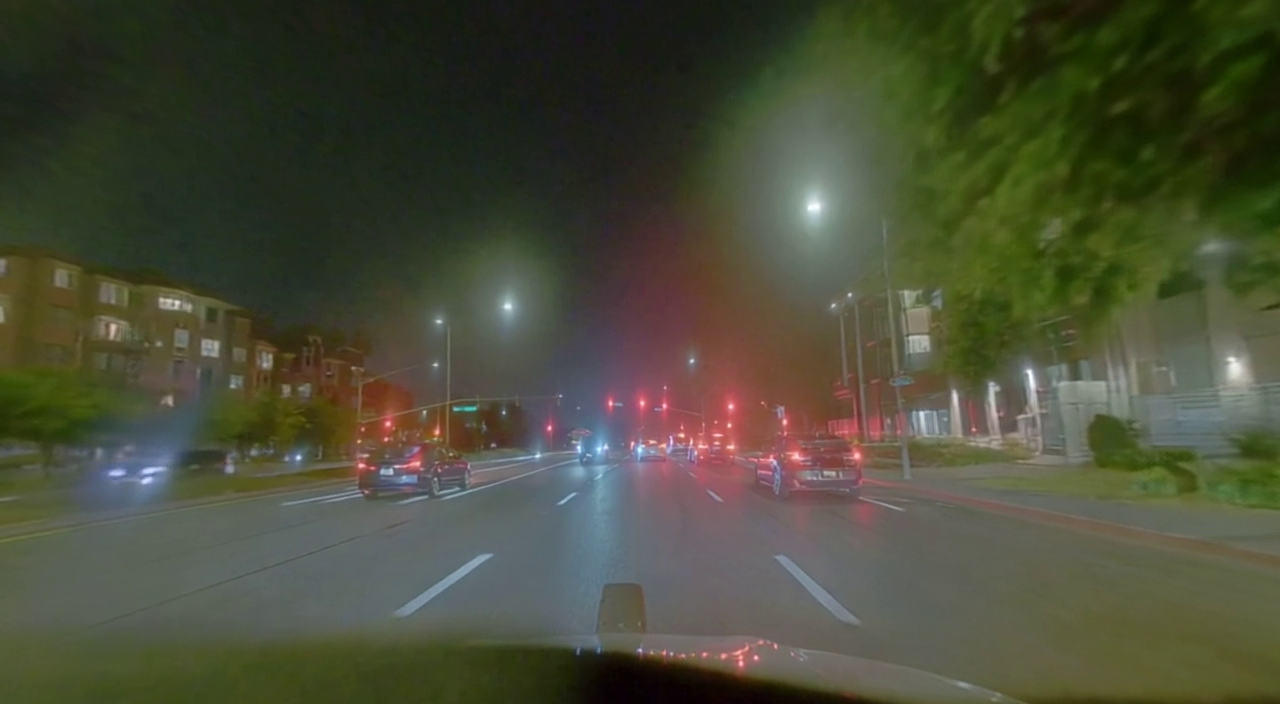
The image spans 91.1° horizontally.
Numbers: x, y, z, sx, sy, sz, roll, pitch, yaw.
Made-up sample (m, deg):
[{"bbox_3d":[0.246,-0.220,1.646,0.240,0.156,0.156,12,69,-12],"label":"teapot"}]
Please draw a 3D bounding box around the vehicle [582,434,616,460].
[{"bbox_3d":[-2.741,6.479,42.980,1.912,1.703,4.261,0,-8,2],"label":"vehicle"}]

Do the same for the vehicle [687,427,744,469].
[{"bbox_3d":[3.509,4.606,30.155,2.141,1.833,4.704,0,-8,-1],"label":"vehicle"}]

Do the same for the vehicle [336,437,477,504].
[{"bbox_3d":[-5.743,2.947,16.161,1.926,1.465,4.620,0,-8,-1],"label":"vehicle"}]

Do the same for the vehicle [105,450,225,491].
[{"bbox_3d":[-19.282,4.782,25.741,1.717,1.486,4.238,0,-8,-3],"label":"vehicle"}]

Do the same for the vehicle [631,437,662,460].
[{"bbox_3d":[0.431,6.484,42.393,2.021,1.461,3.862,0,-8,0],"label":"vehicle"}]
